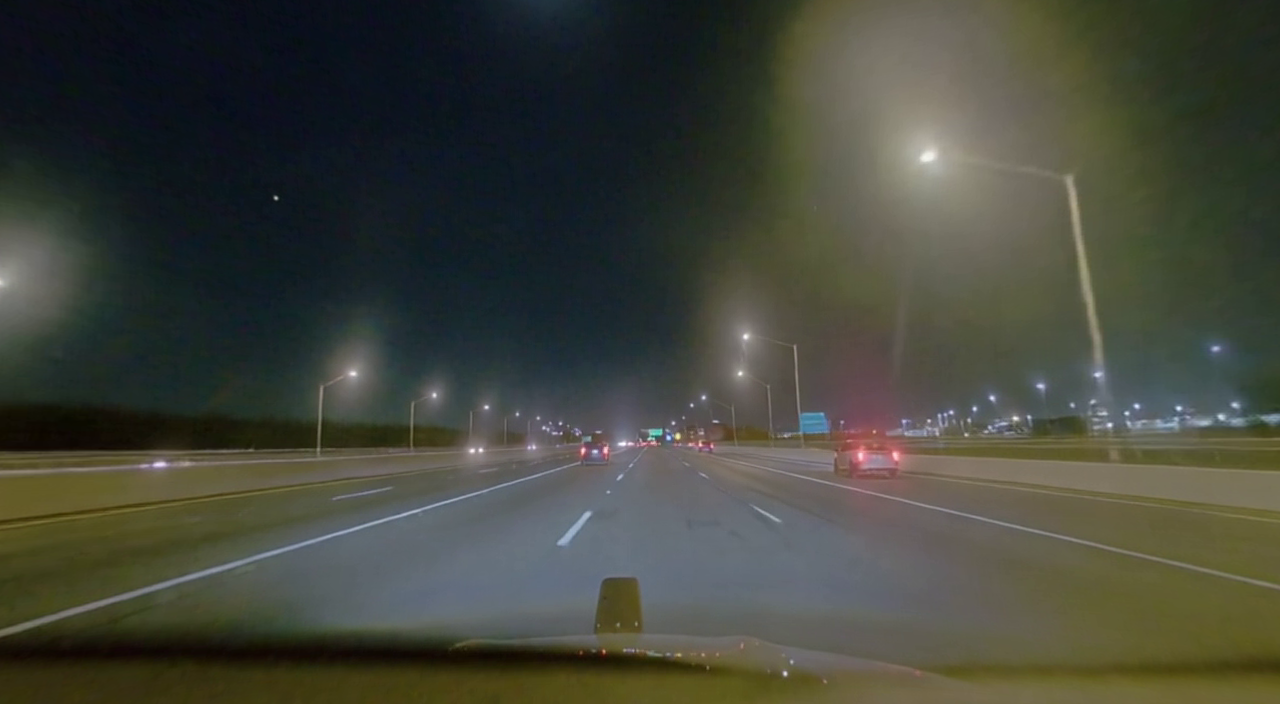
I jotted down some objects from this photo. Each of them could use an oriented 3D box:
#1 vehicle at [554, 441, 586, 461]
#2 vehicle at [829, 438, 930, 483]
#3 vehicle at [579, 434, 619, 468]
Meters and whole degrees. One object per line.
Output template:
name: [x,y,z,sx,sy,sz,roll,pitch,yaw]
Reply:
vehicle: [-5.470,7.823,49.983,2.009,1.462,4.458,0,-8,1]
vehicle: [8.408,3.847,22.634,1.900,1.432,4.519,0,-8,1]
vehicle: [-2.291,5.676,36.394,1.893,1.827,4.513,0,-8,1]
